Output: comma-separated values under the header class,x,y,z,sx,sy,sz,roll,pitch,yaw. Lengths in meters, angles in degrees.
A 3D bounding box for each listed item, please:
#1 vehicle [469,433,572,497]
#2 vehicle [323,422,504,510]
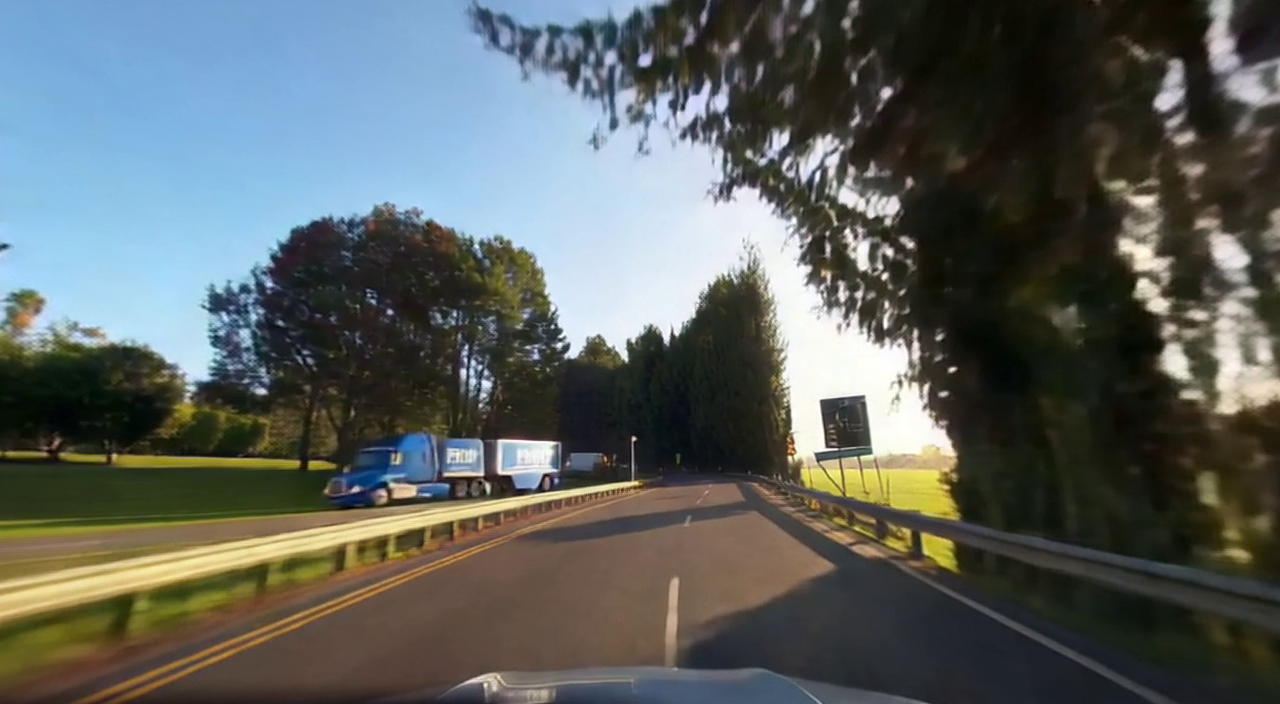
class,x,y,z,sx,sy,sz,roll,pitch,yaw
vehicle,-8.184,7.999,44.398,2.935,4.083,7.922,-4,-11,24
vehicle,-12.445,6.527,35.991,2.952,4.284,9.811,-6,-12,31
